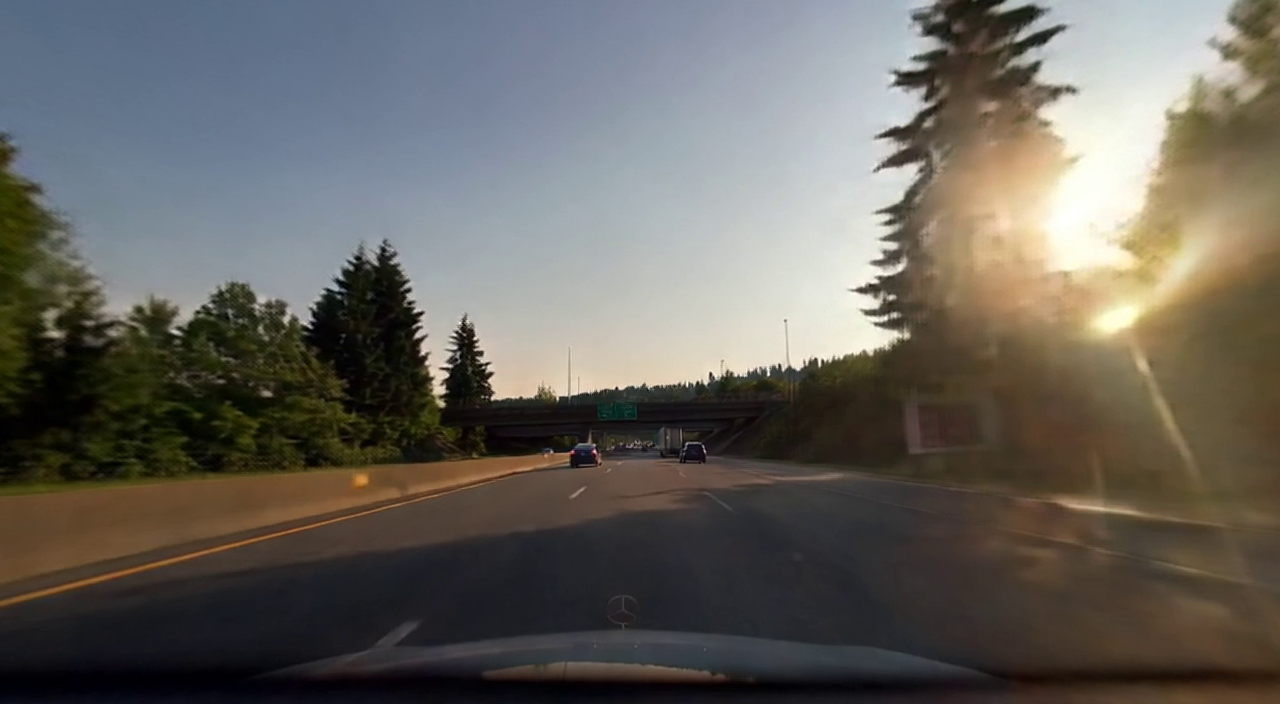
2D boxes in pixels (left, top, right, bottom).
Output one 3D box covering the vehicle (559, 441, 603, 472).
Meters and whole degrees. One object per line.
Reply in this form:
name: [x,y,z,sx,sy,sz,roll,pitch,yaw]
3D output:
vehicle: [-3.567,6.478,39.270,2.238,1.792,4.518,0,-9,1]
